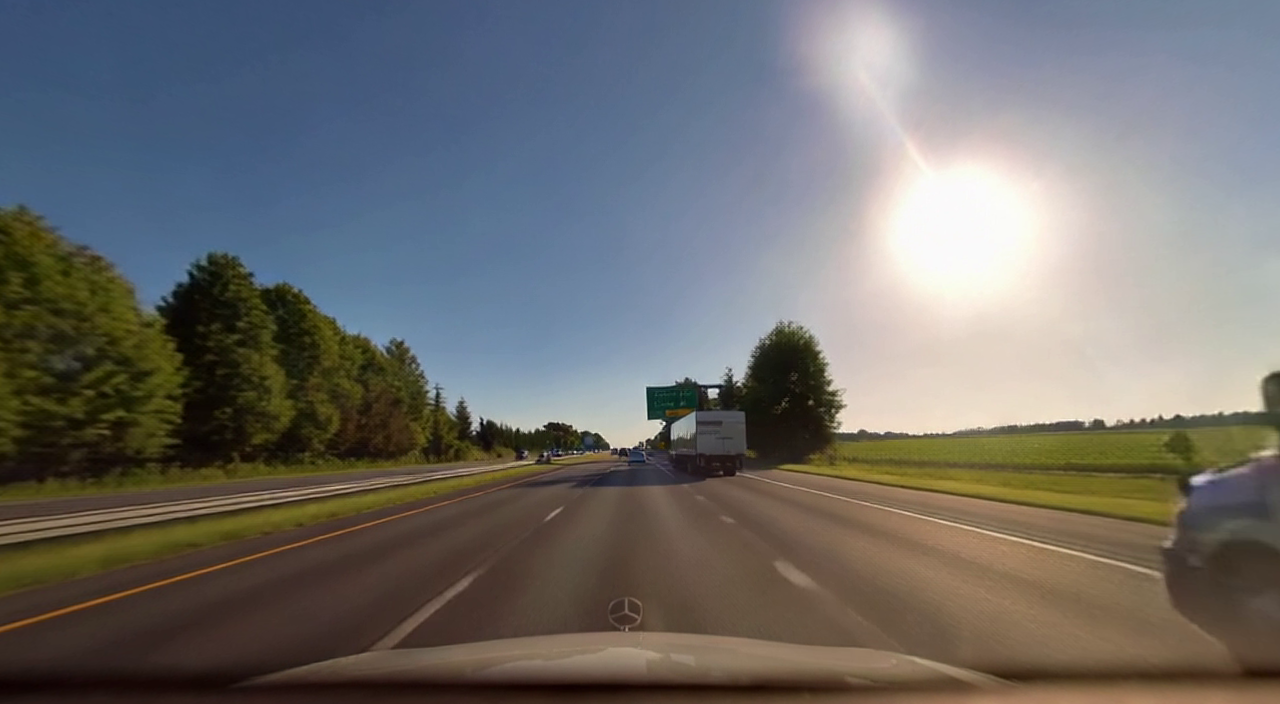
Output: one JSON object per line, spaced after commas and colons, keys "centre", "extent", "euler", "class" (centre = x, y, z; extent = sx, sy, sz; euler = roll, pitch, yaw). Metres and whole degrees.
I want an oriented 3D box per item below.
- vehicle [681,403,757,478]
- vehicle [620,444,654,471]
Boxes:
{"centre": [4.026, 4.866, 34.368], "extent": [2.931, 3.530, 8.760], "euler": [0, -9, 0], "class": "vehicle"}
{"centre": [-0.162, 6.998, 41.824], "extent": [2.151, 1.678, 3.923], "euler": [0, -9, 0], "class": "vehicle"}
